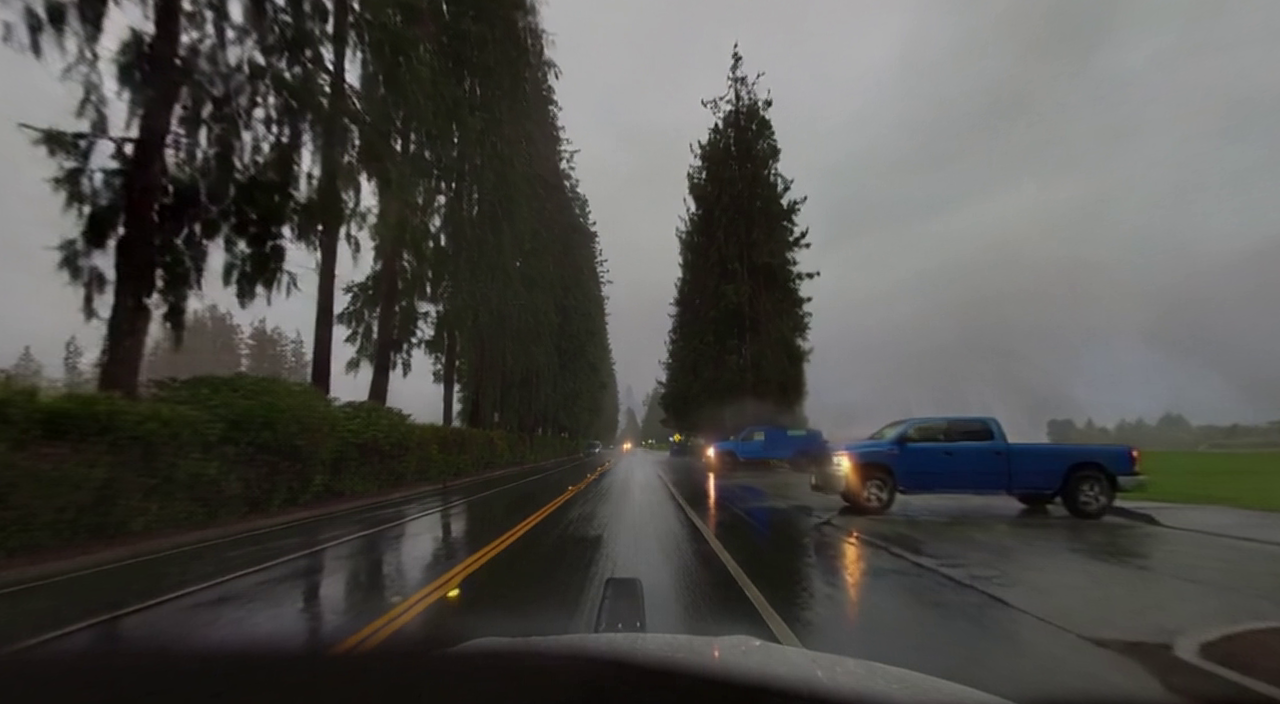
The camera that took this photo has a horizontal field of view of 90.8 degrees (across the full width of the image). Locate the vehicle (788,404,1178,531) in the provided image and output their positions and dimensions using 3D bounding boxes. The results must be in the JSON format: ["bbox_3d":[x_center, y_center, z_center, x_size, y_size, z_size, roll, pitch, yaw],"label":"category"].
[{"bbox_3d":[6.003,2.104,11.818,5.797,2.070,2.502,0,-8,-1],"label":"vehicle"}]

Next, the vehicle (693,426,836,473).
[{"bbox_3d":[6.227,4.980,32.369,6.645,2.298,2.763,0,-9,-3],"label":"vehicle"}]
